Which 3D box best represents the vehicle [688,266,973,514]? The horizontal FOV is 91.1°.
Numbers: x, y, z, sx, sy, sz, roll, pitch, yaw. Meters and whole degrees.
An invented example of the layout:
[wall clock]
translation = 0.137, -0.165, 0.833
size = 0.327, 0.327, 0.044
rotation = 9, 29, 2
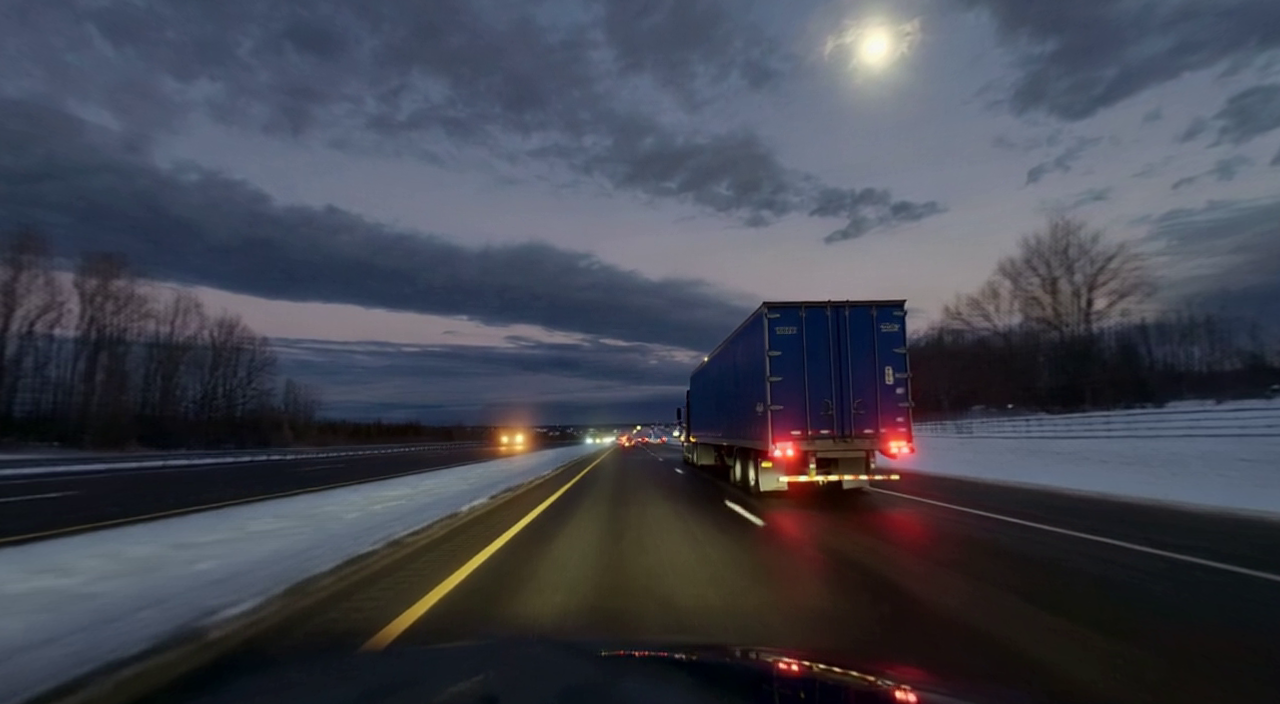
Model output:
[vehicle]
translation = 3.875, 1.748, 19.310
size = 3.203, 4.273, 17.131
rotation = 0, -8, -1
